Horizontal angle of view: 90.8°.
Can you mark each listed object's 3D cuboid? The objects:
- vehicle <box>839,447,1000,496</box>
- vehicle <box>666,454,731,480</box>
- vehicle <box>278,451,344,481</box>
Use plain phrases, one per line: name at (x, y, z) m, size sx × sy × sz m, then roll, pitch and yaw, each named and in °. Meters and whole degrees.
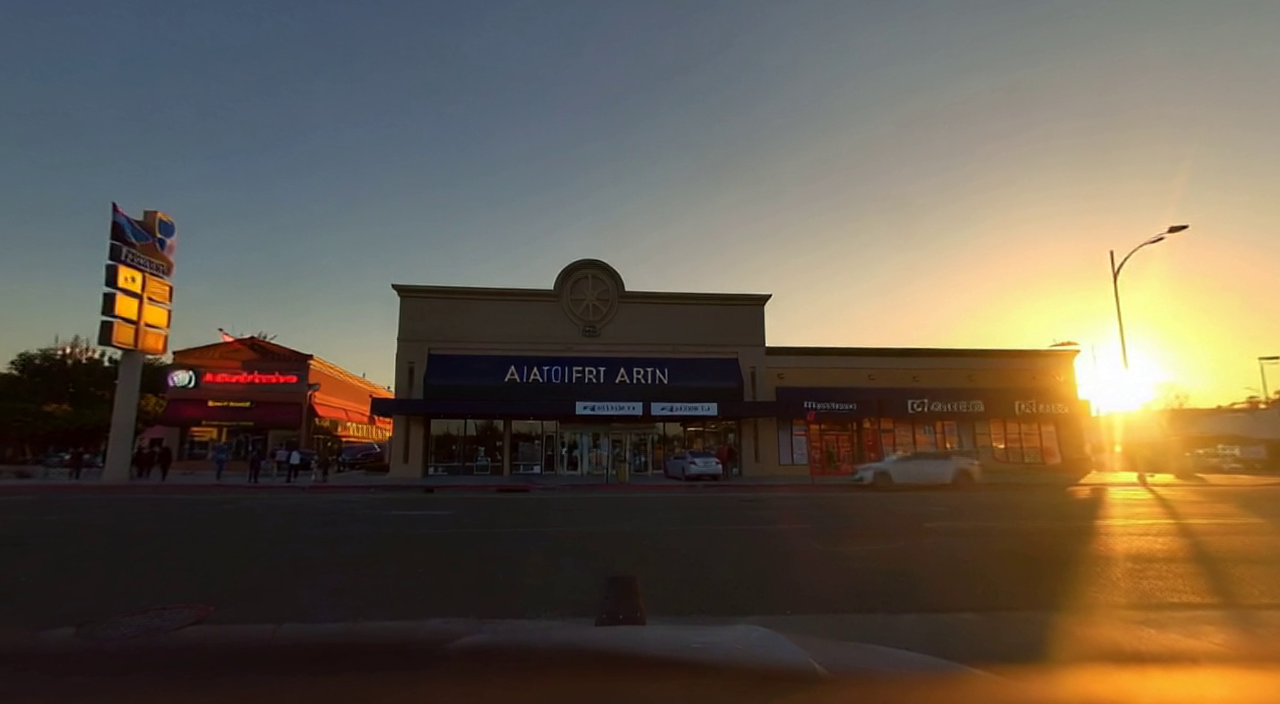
vehicle at (10.058, 4.299, 23.036) m, size 4.889 × 1.659 × 2.059 m, roll 1°, pitch -9°, yaw -4°
vehicle at (3.581, 7.180, 39.706) m, size 1.812 × 1.468 × 4.519 m, roll 5°, pitch -10°, yaw -28°
vehicle at (-20.035, 6.868, 38.430) m, size 4.596 × 1.680 × 1.936 m, roll -8°, pitch -11°, yaw 41°
